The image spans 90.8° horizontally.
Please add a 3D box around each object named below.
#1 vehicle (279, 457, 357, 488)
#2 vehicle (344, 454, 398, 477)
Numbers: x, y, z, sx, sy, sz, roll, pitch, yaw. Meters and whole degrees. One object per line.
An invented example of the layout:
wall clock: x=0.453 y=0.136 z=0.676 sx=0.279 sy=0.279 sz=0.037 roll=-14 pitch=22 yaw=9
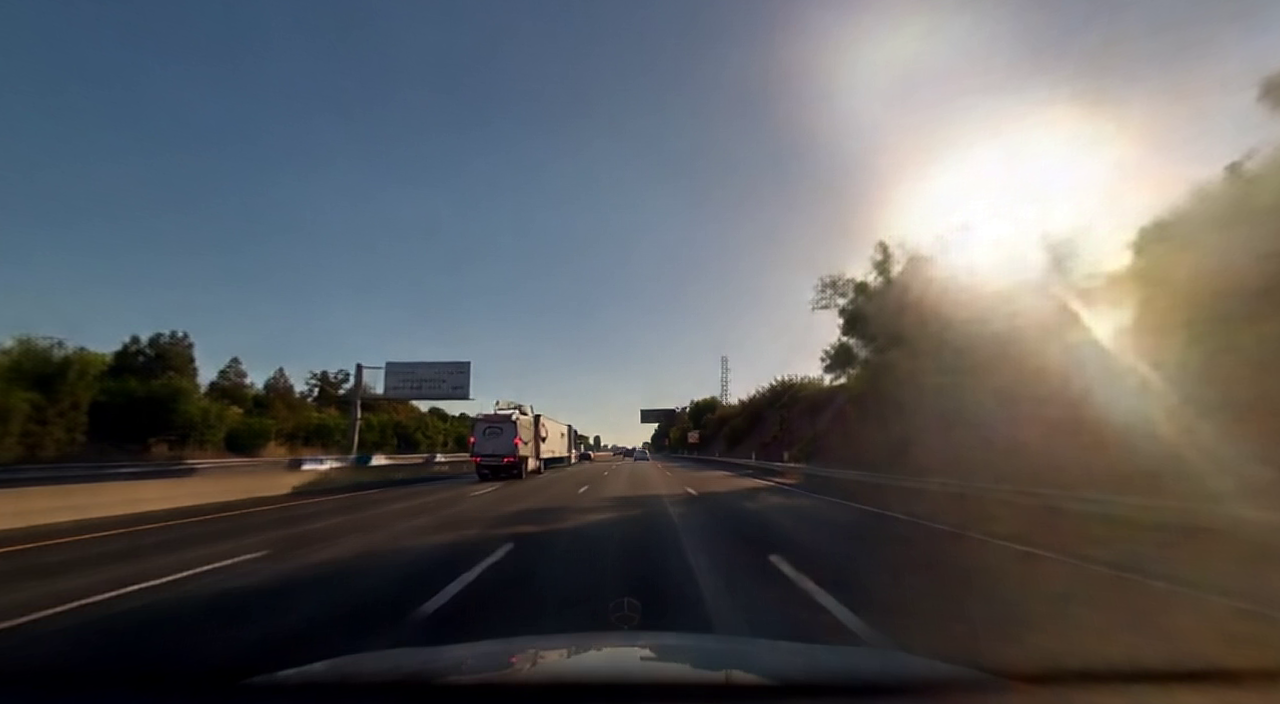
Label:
vehicle: x=-15.757 y=5.899 z=31.107 sx=1.845 sy=1.354 sz=3.604 roll=-1 pitch=-9 yaw=2
vehicle: x=-18.550 y=7.808 z=43.735 sx=1.839 sy=1.467 sz=4.317 roll=0 pitch=-9 yaw=0
